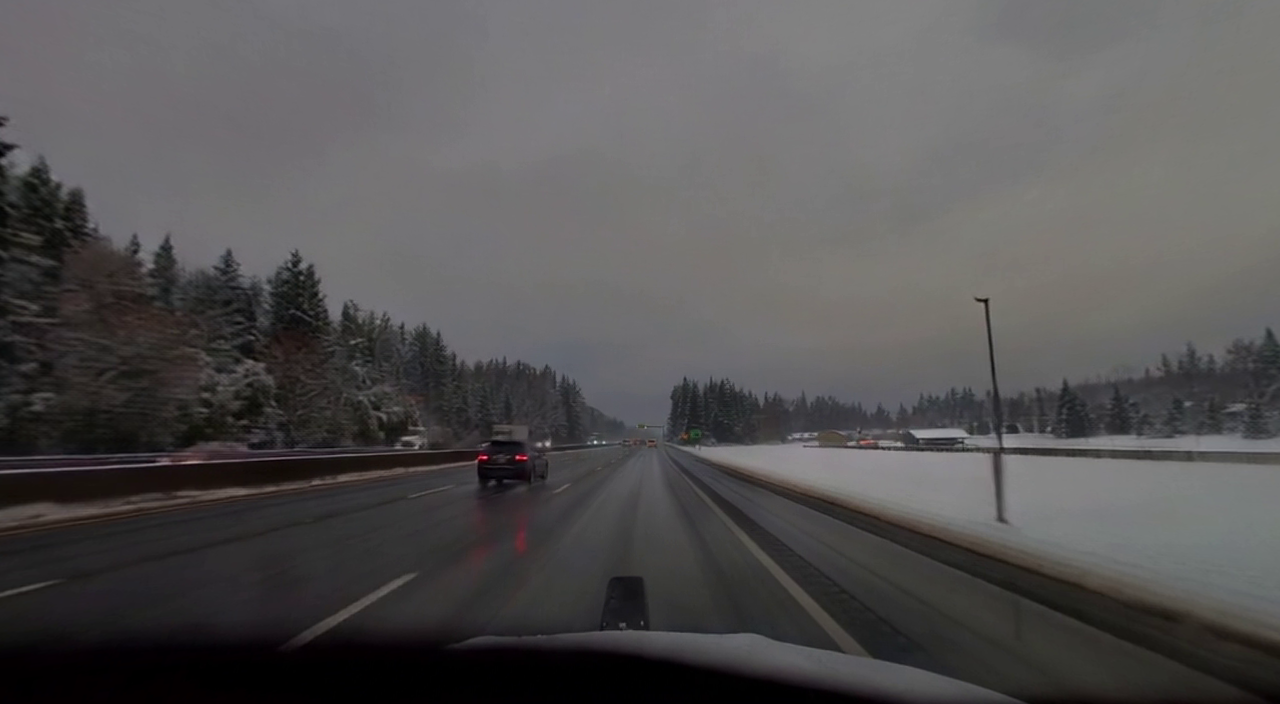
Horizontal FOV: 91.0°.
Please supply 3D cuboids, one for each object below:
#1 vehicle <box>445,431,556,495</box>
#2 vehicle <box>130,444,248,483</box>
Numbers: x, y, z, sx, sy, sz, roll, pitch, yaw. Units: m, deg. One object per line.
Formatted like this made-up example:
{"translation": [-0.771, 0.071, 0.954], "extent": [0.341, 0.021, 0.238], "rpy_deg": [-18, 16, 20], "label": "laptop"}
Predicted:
{"translation": [-3.905, 3.197, 18.556], "extent": [2.123, 1.643, 4.479], "rpy_deg": [0, -8, 2], "label": "vehicle"}
{"translation": [-19.571, 4.818, 27.578], "extent": [1.836, 1.528, 4.456], "rpy_deg": [0, -8, 1], "label": "vehicle"}
